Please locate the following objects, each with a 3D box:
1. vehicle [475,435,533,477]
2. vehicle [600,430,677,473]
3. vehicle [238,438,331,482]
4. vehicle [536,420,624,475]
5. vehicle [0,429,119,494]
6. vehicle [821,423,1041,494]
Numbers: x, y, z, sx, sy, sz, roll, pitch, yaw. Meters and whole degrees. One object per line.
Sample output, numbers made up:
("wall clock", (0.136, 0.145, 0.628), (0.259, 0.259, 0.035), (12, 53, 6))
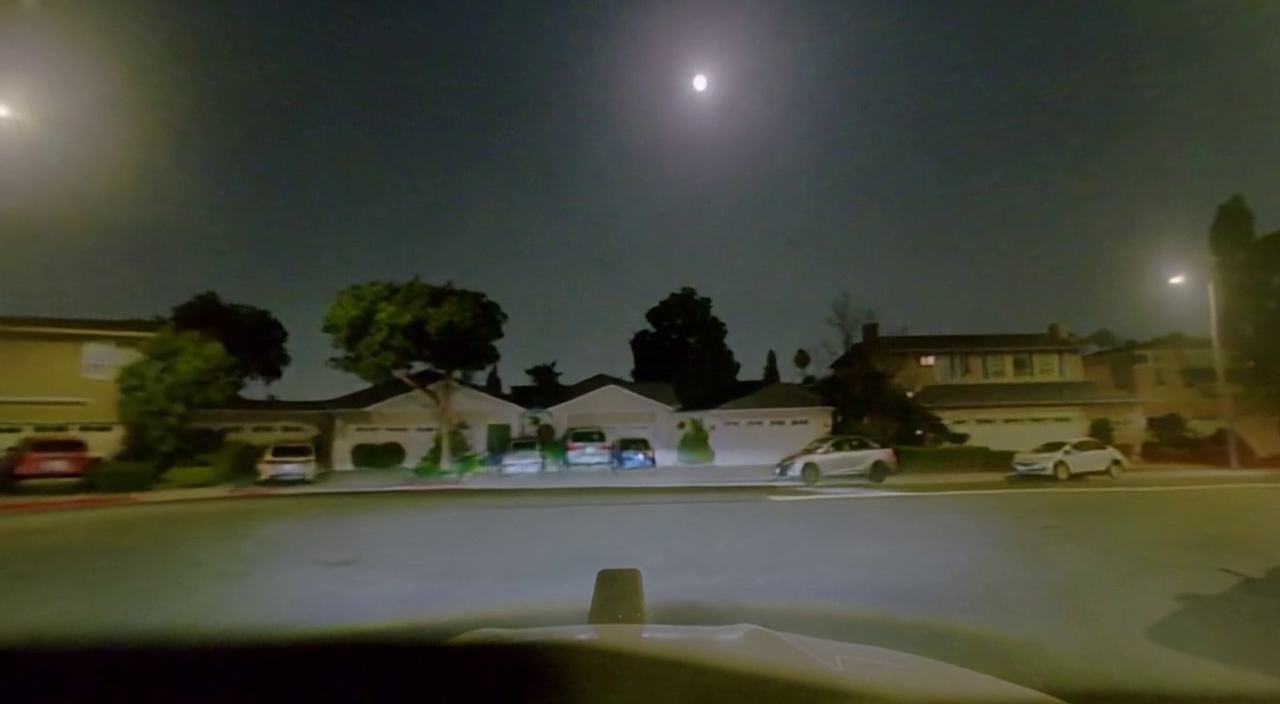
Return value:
("vehicle", (-5.535, 4.155, 25.485), (1.833, 1.540, 3.532), (2, -9, -19))
("vehicle", (-0.176, 4.352, 27.881), (2.160, 1.695, 4.183), (2, -9, -18))
("vehicle", (-13.751, 4.115, 24.318), (1.932, 1.518, 4.343), (8, -12, -44))
("vehicle", (-2.635, 3.995, 26.259), (2.455, 2.018, 5.271), (3, -10, -18))
("vehicle", (-19.216, 3.406, 19.950), (5.096, 1.824, 2.305), (-5, -9, 27))
("vehicle", (7.799, 2.920, 17.455), (5.082, 1.789, 1.947), (-2, -8, 8))
